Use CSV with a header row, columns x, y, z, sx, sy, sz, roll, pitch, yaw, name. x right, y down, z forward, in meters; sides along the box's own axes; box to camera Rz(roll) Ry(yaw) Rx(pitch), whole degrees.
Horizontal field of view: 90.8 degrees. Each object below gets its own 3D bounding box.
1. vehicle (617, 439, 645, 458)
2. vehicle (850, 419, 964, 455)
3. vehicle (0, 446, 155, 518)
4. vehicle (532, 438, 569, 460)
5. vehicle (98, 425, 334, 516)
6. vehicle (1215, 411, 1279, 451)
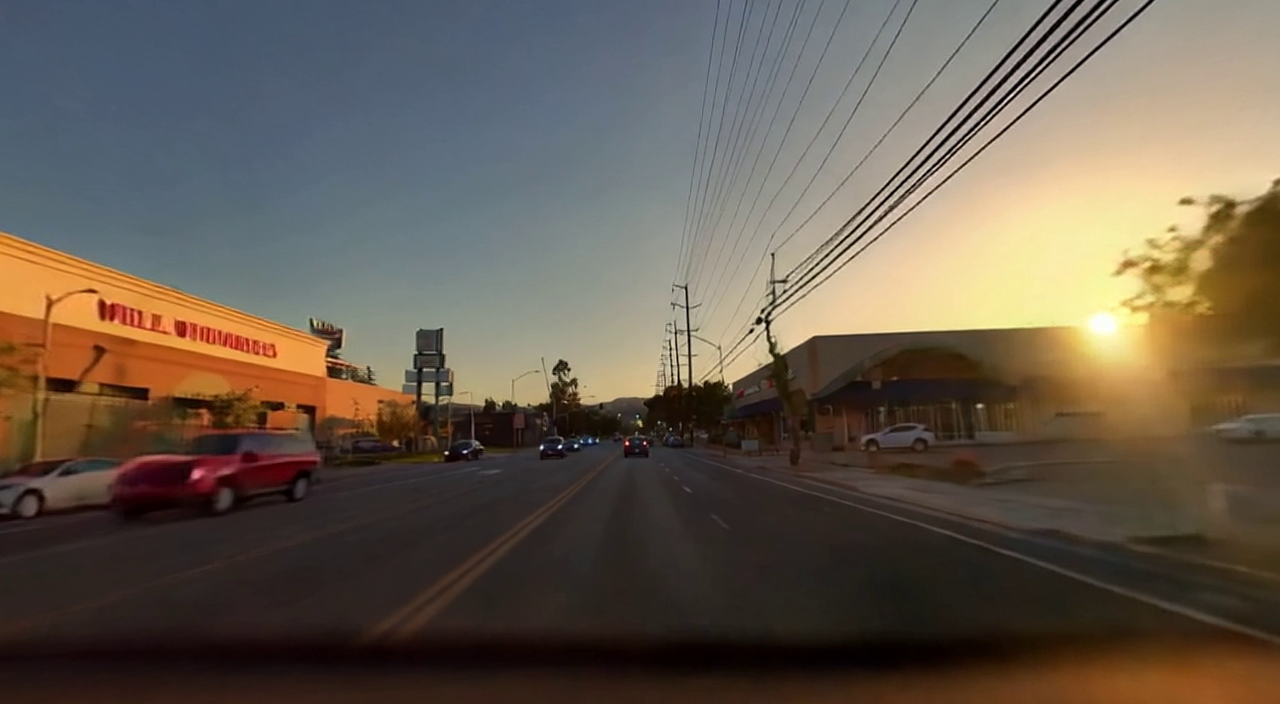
x,y,z,sx,sy,sz,roll,pitch,yaw,name
-0.703,7.601,49.875,2.097,1.472,4.544,0,-8,-1,vehicle
13.515,4.301,32.152,4.836,1.750,2.079,0,-7,-1,vehicle
-14.814,3.109,15.463,1.954,1.519,5.051,-1,-8,-1,vehicle
-6.568,7.200,46.922,1.987,1.515,4.789,0,-8,1,vehicle
-9.261,2.605,14.508,1.940,1.698,5.028,0,-8,0,vehicle
33.580,4.081,33.173,4.680,1.812,2.102,-3,-6,-2,vehicle
